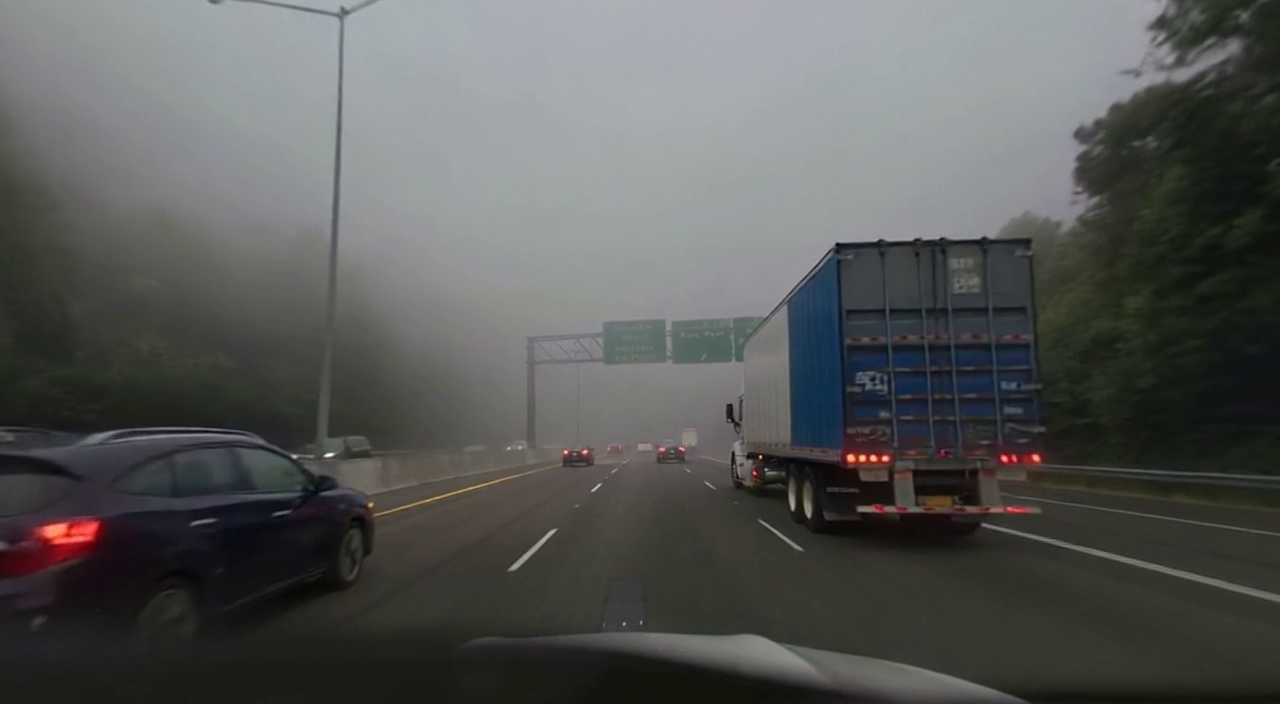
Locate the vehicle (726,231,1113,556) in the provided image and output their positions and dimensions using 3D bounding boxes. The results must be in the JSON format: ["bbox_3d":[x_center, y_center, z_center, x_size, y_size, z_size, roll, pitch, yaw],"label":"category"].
[{"bbox_3d":[4.019,1.241,13.133,2.985,3.895,11.239,0,-8,1],"label":"vehicle"}]

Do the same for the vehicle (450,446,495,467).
[{"bbox_3d":[-12.201,7.612,46.183,1.975,1.476,4.492,0,-8,1],"label":"vehicle"}]

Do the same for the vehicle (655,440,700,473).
[{"bbox_3d":[1.840,5.118,31.085,2.040,1.461,4.822,-1,-8,3],"label":"vehicle"}]

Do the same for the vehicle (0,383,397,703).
[{"bbox_3d":[-3.440,1.102,3.644,1.974,1.589,5.047,0,-8,1],"label":"vehicle"}]

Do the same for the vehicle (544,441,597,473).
[{"bbox_3d":[-3.463,5.323,32.204,2.099,1.494,4.504,0,-8,1],"label":"vehicle"}]
